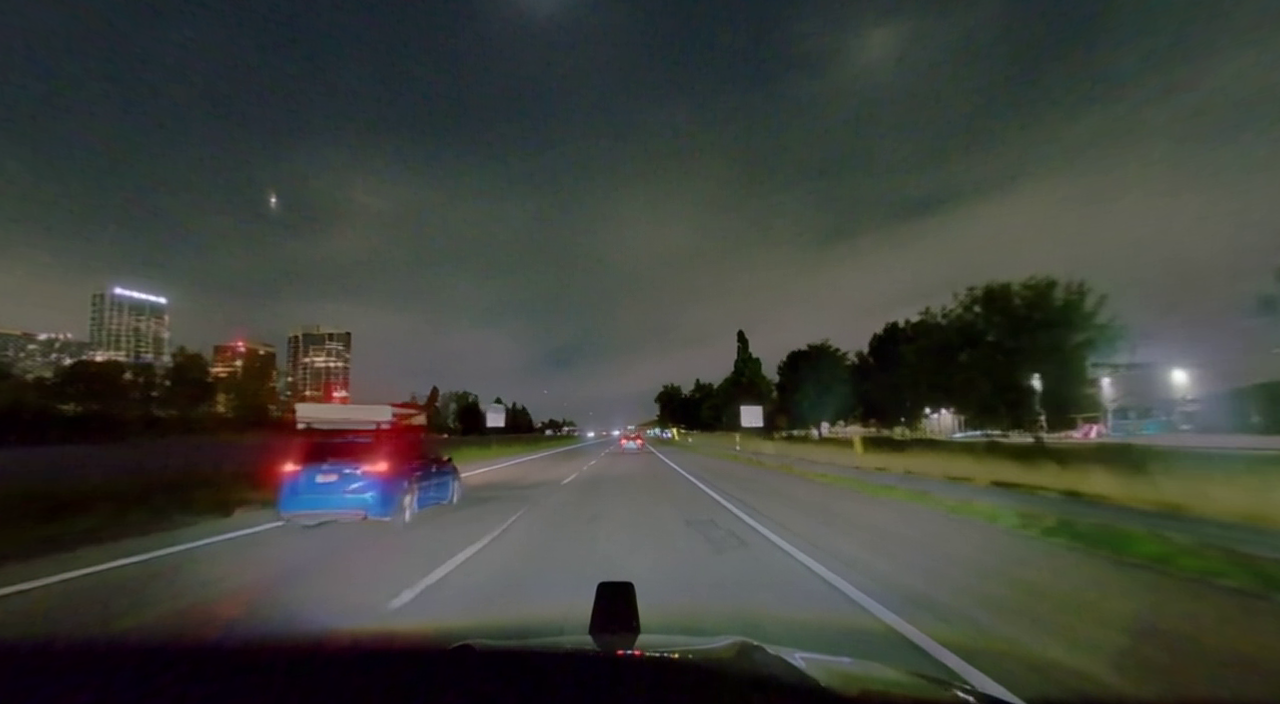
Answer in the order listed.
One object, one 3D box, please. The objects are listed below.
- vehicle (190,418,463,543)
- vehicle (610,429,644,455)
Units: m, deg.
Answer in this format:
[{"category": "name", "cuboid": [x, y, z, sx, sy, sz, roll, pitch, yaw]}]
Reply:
[{"category": "vehicle", "cuboid": [-4.658, 1.953, 10.409, 2.189, 1.580, 4.607, 0, -8, -1]}, {"category": "vehicle", "cuboid": [-0.822, 5.913, 41.324, 2.151, 1.618, 3.898, 0, -8, -1]}]
